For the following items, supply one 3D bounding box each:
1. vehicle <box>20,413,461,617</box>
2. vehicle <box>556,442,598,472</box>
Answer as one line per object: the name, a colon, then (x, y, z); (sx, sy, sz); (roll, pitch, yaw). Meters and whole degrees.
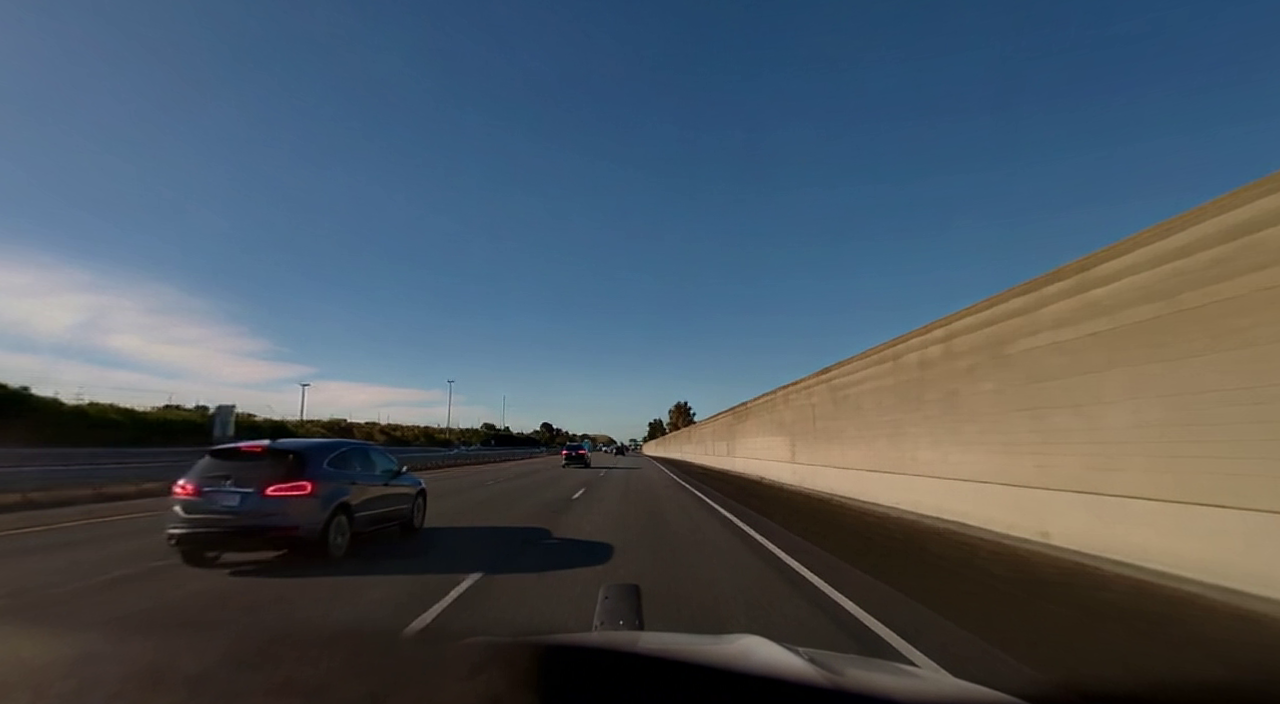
vehicle: (-3.775, 1.610, 7.144); (2.195, 1.573, 4.176); (0, -9, 1)
vehicle: (-3.794, 6.402, 38.707); (2.133, 1.683, 4.340); (1, -9, 0)
